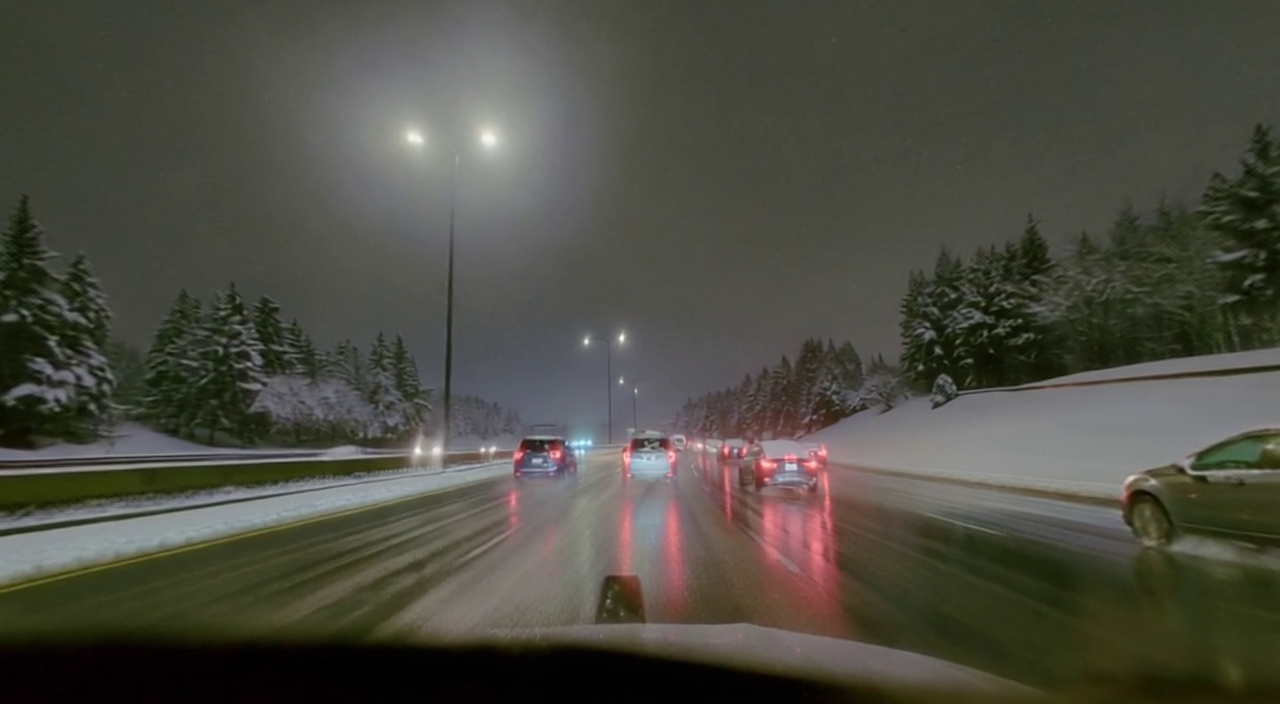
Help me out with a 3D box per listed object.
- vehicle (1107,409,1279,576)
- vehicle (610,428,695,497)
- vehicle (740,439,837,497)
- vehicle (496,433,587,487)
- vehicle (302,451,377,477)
[{"bbox_3d":[7.409,1.393,6.167,2.028,1.657,4.823,0,-9,1],"label":"vehicle"},{"bbox_3d":[0.393,3.134,18.184,2.181,1.728,3.970,0,-9,2],"label":"vehicle"},{"bbox_3d":[4.347,3.452,19.172,1.999,1.514,4.338,0,-9,2],"label":"vehicle"},{"bbox_3d":[-3.269,3.725,21.942,2.128,1.627,4.697,0,-9,3],"label":"vehicle"},{"bbox_3d":[-19.233,7.176,40.639,2.130,1.523,4.922,0,-9,4],"label":"vehicle"}]
